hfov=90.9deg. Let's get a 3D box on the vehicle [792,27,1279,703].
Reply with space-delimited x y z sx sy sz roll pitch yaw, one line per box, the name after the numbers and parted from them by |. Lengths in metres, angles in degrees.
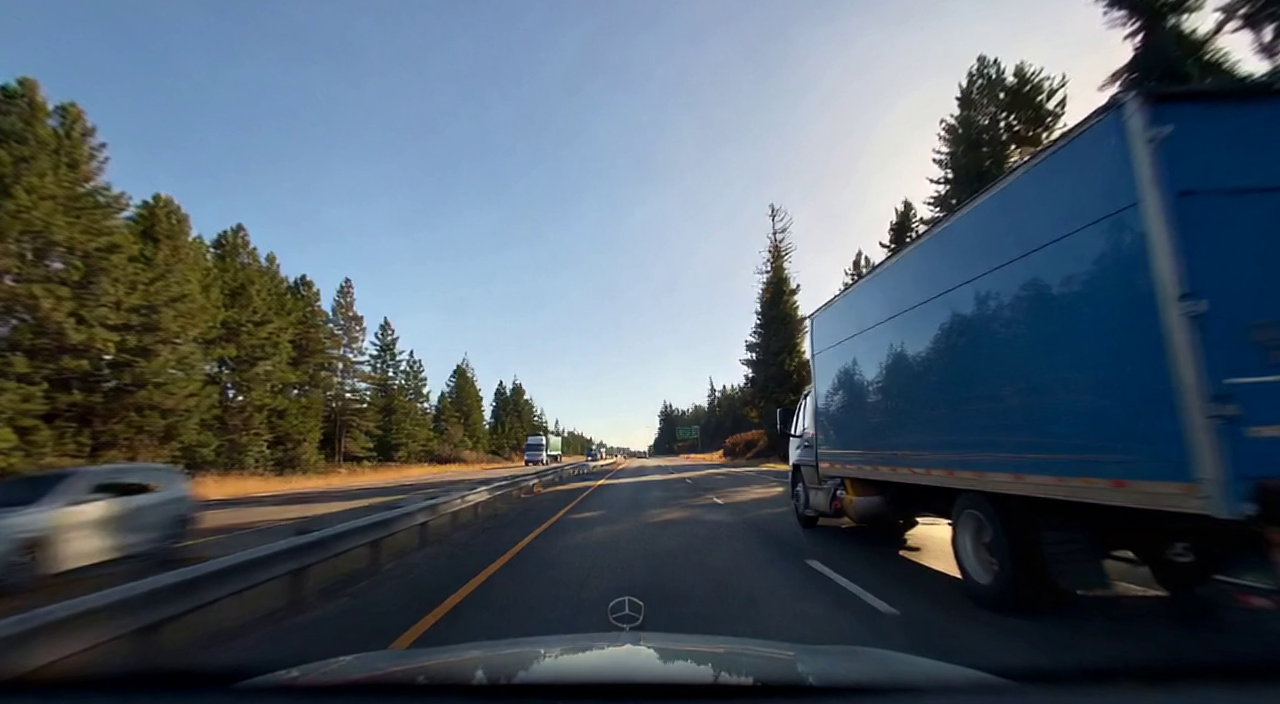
4.104 0.661 6.632 2.920 3.288 7.793 0 -9 -1 | vehicle
